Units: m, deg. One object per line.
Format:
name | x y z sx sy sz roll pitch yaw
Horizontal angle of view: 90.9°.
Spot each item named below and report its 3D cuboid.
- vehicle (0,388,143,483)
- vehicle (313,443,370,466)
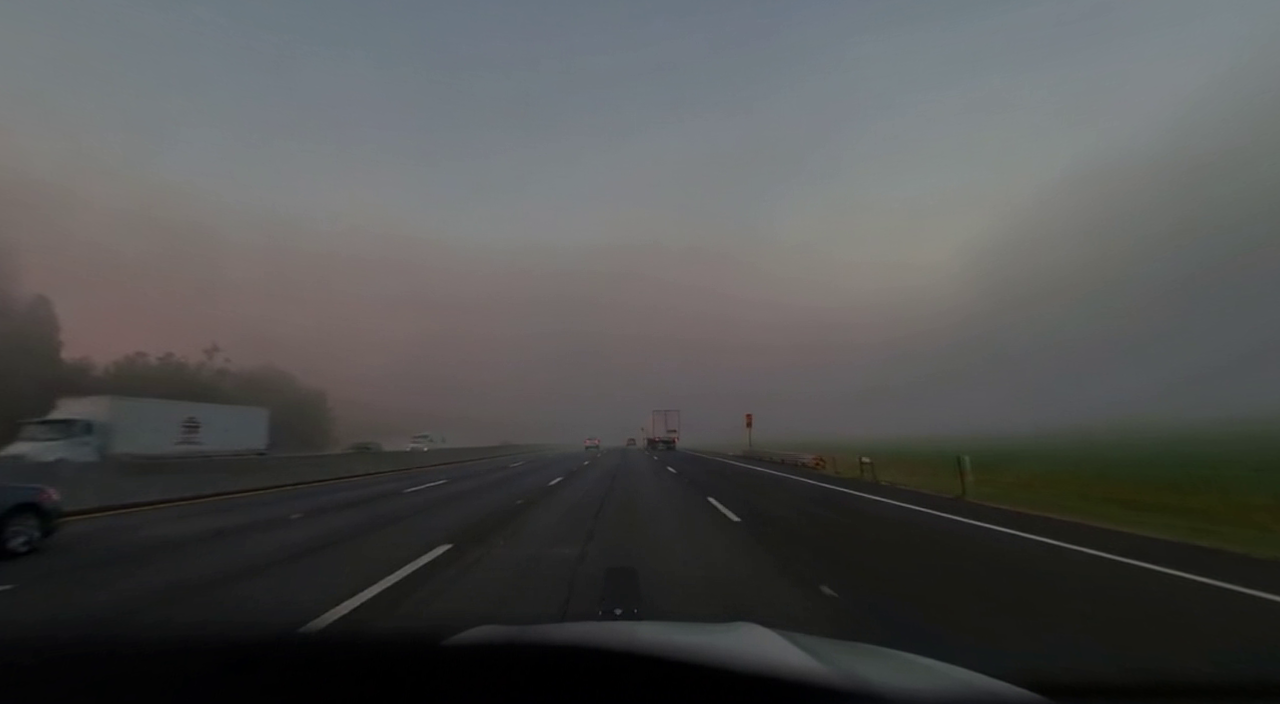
vehicle | -23.333 3.344 25.268 2.851 3.407 4.697 0 -8 -2
vehicle | -19.930 6.829 42.268 1.893 1.434 4.118 0 -8 -1
